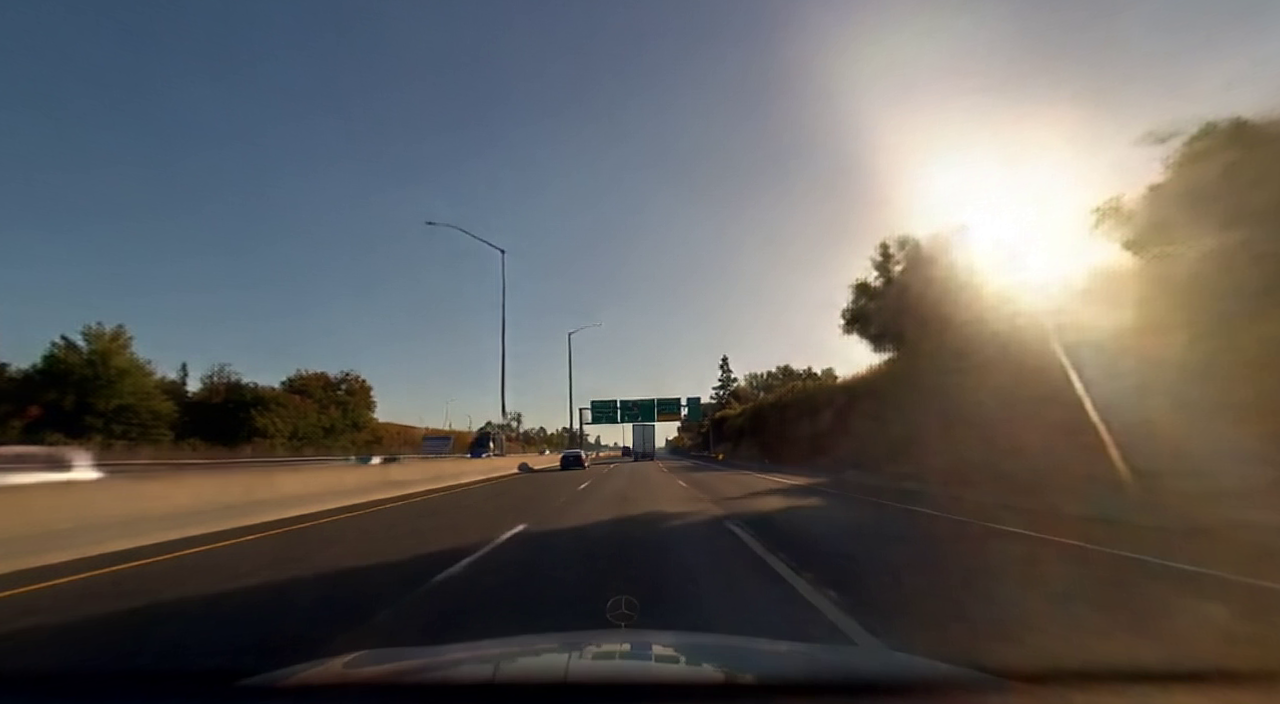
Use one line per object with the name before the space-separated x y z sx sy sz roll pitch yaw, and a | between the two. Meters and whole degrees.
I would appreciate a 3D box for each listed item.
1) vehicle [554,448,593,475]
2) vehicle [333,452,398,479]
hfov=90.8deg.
vehicle | -3.868 6.464 37.435 1.886 1.465 4.119 0 -9 0
vehicle | -16.803 6.950 38.826 1.938 1.530 4.463 0 -9 1
